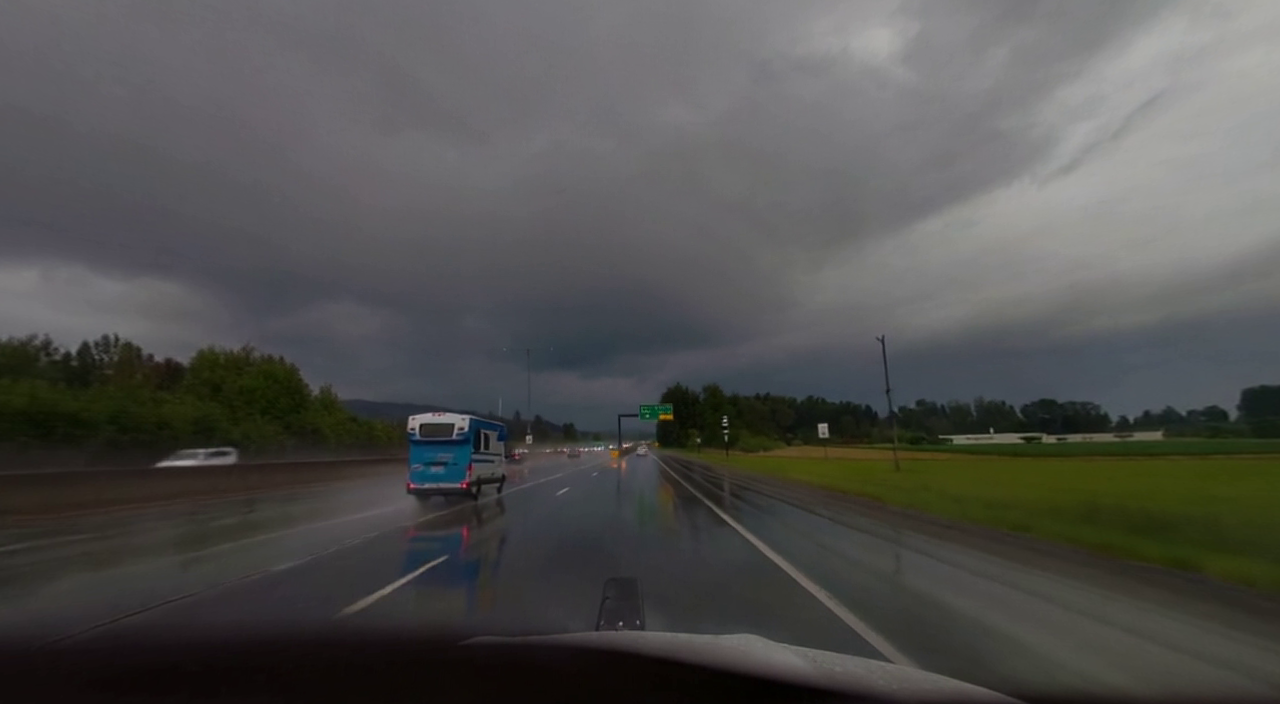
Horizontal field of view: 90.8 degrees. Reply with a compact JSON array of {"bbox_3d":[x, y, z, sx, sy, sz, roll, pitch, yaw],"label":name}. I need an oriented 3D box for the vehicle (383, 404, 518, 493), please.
[{"bbox_3d":[-6.998,3.745,24.687,2.747,2.934,7.411,0,-8,2],"label":"vehicle"}]

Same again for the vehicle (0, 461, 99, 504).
[{"bbox_3d":[-23.626,4.979,24.443,1.890,1.433,3.874,0,-8,-1],"label":"vehicle"}]

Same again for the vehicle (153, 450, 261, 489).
[{"bbox_3d":[-19.158,5.184,28.188,1.826,1.527,4.196,0,-8,0],"label":"vehicle"}]
